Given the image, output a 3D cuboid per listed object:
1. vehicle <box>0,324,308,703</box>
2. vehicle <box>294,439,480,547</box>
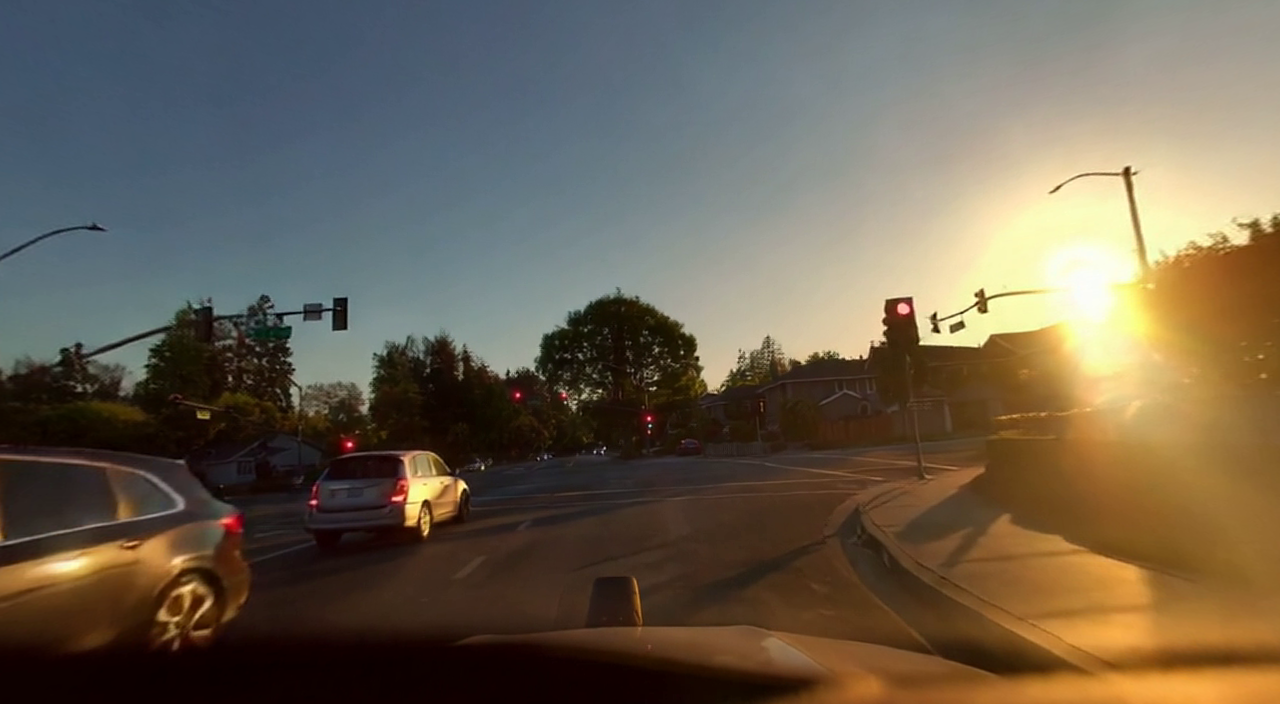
[{"bbox_3d":[-3.512,0.810,2.377,2.041,1.834,4.679,0,-9,-1],"label":"vehicle"},{"bbox_3d":[-4.170,2.344,11.143,1.777,1.537,3.831,0,-9,-2],"label":"vehicle"}]
